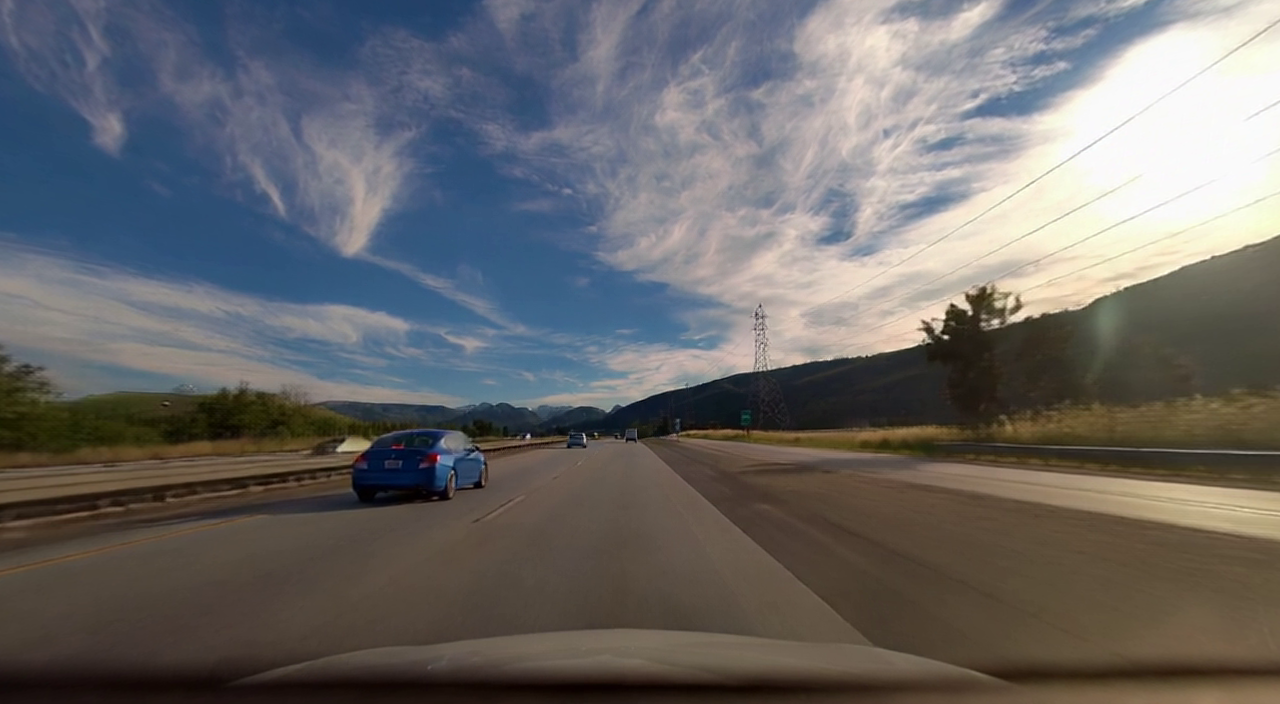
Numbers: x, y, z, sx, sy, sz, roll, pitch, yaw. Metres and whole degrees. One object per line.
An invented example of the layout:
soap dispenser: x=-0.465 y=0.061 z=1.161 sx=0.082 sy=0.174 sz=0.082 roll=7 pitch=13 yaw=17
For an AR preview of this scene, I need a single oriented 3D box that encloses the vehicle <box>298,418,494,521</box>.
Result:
vehicle: x=-4.283 y=2.103 z=11.899 sx=2.023 sy=1.580 sz=4.259 roll=0 pitch=-8 yaw=-1
